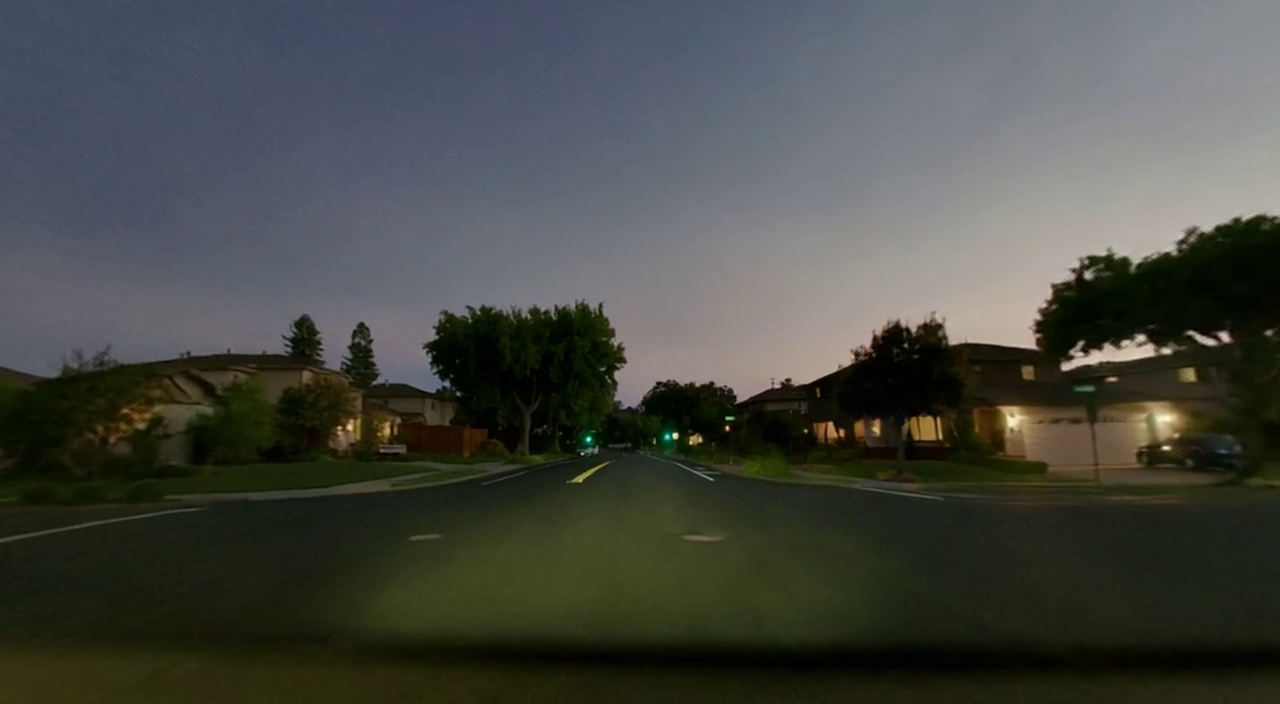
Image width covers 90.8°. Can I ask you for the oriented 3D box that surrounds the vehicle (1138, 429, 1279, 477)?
[{"bbox_3d":[23.095,3.986,25.509,1.879,1.584,4.761,1,-5,-5],"label":"vehicle"}]
